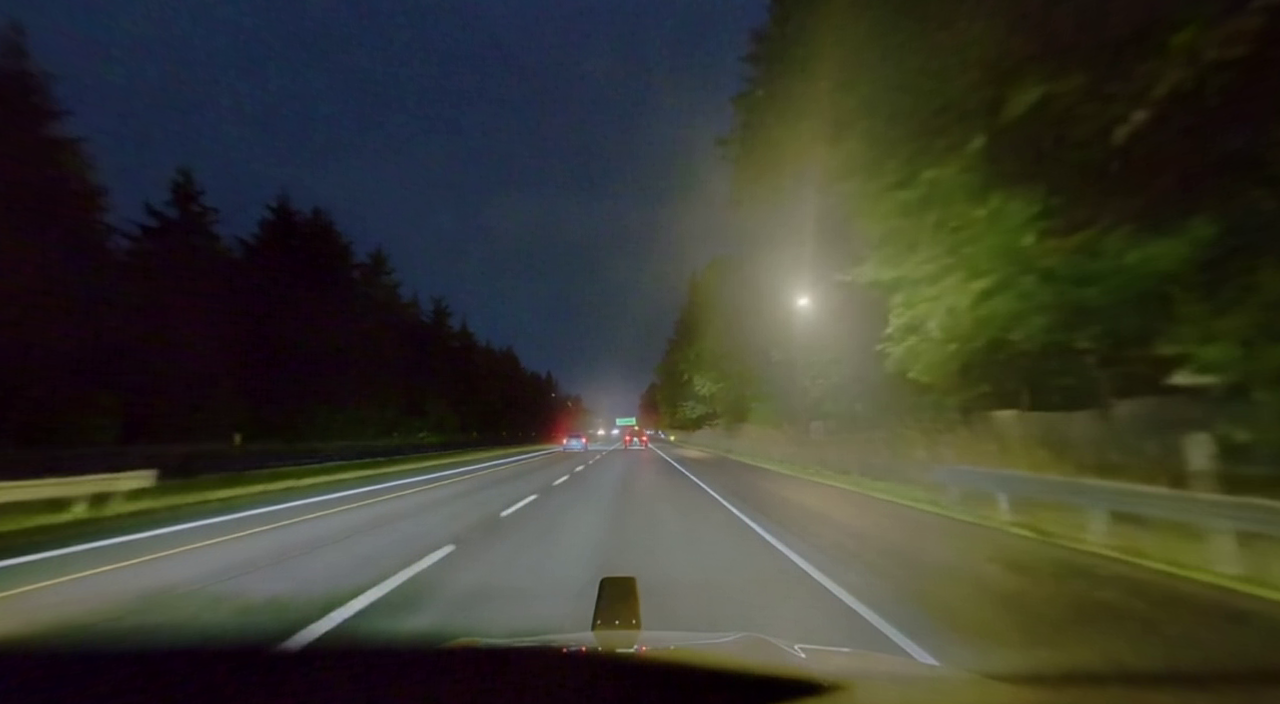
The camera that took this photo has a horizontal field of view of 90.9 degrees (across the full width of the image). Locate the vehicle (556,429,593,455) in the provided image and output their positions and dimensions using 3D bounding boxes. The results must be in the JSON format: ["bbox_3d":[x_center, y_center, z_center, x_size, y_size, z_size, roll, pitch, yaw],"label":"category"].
[{"bbox_3d":[-4.352,6.069,42.532,2.055,1.610,4.116,0,-8,0],"label":"vehicle"}]

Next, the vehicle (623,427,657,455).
[{"bbox_3d":[-0.041,5.912,41.956,2.170,1.790,4.490,0,-8,-1],"label":"vehicle"}]
